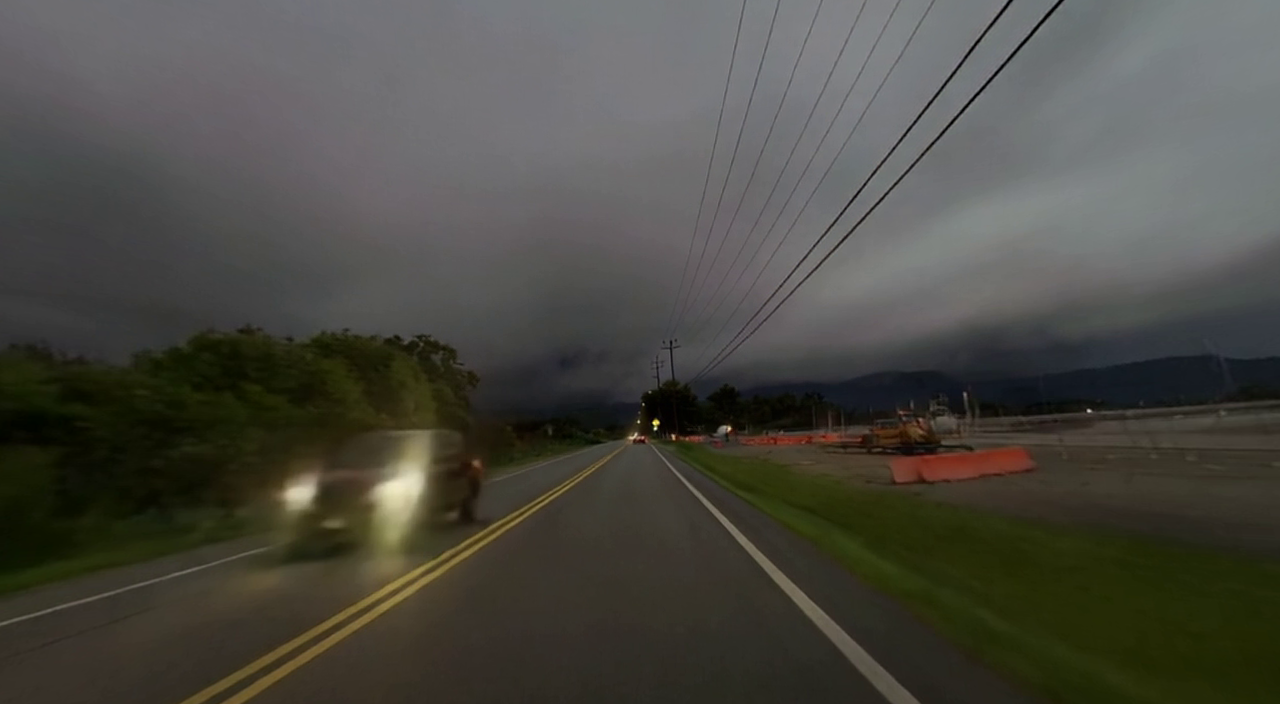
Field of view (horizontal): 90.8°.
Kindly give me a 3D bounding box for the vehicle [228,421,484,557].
[{"bbox_3d":[-3.940,1.963,9.722,2.020,1.631,4.054,0,-9,0],"label":"vehicle"}]
